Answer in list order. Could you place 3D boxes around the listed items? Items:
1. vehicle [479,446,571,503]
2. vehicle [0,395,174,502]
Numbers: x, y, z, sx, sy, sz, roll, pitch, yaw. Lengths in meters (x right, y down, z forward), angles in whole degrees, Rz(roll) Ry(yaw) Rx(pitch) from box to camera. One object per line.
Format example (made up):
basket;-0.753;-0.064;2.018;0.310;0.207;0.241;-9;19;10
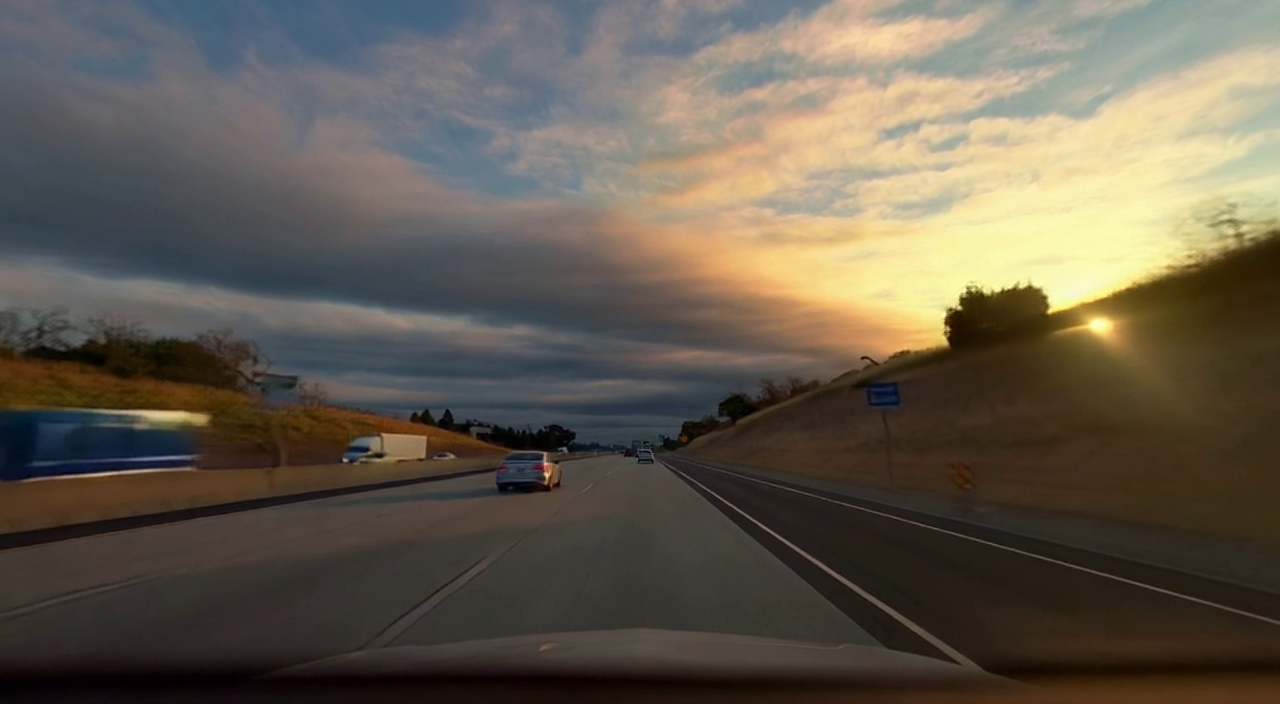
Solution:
vehicle;-3.291;3.592;18.911;1.978;1.498;4.080;0;-9;0
vehicle;-19.633;3.246;21.152;2.667;3.022;6.766;0;-9;1
